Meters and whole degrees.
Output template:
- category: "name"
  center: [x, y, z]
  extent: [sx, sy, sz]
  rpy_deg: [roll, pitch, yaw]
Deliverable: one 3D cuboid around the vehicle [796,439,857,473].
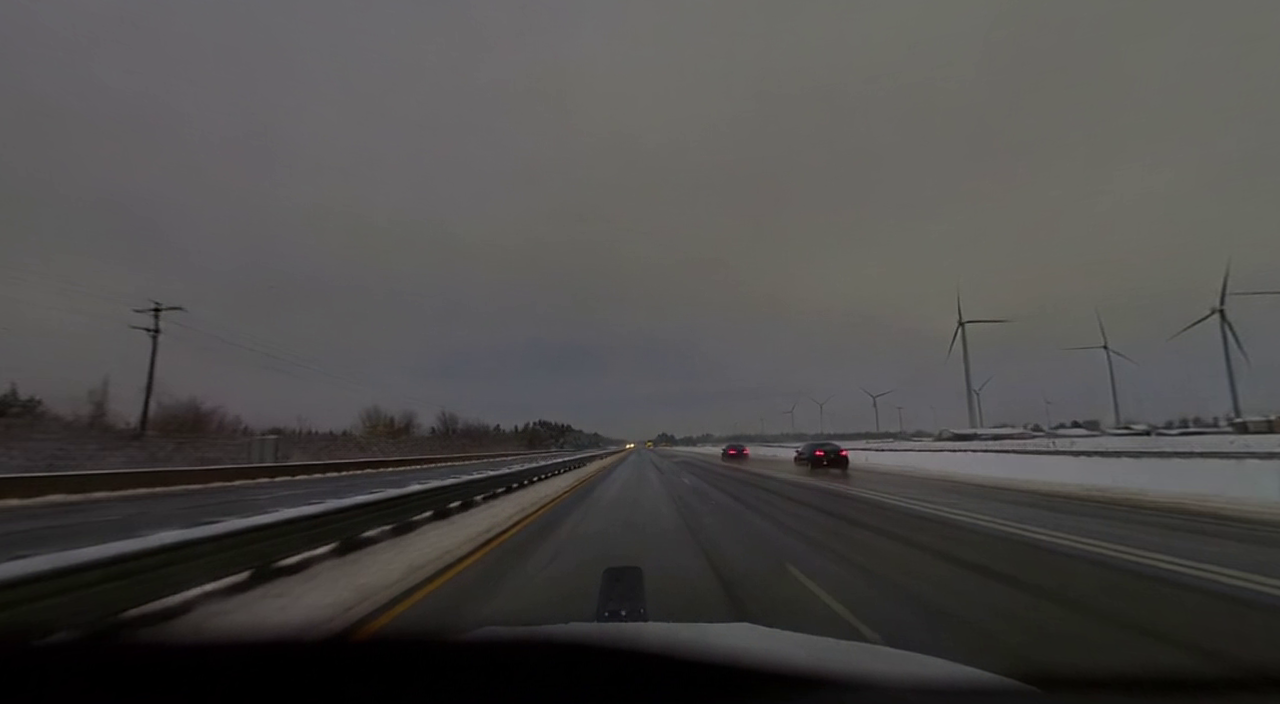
- category: "vehicle"
  center: [9.957, 5.574, 34.008]
  extent: [1.897, 1.669, 4.825]
  rpy_deg: [0, -9, 1]
